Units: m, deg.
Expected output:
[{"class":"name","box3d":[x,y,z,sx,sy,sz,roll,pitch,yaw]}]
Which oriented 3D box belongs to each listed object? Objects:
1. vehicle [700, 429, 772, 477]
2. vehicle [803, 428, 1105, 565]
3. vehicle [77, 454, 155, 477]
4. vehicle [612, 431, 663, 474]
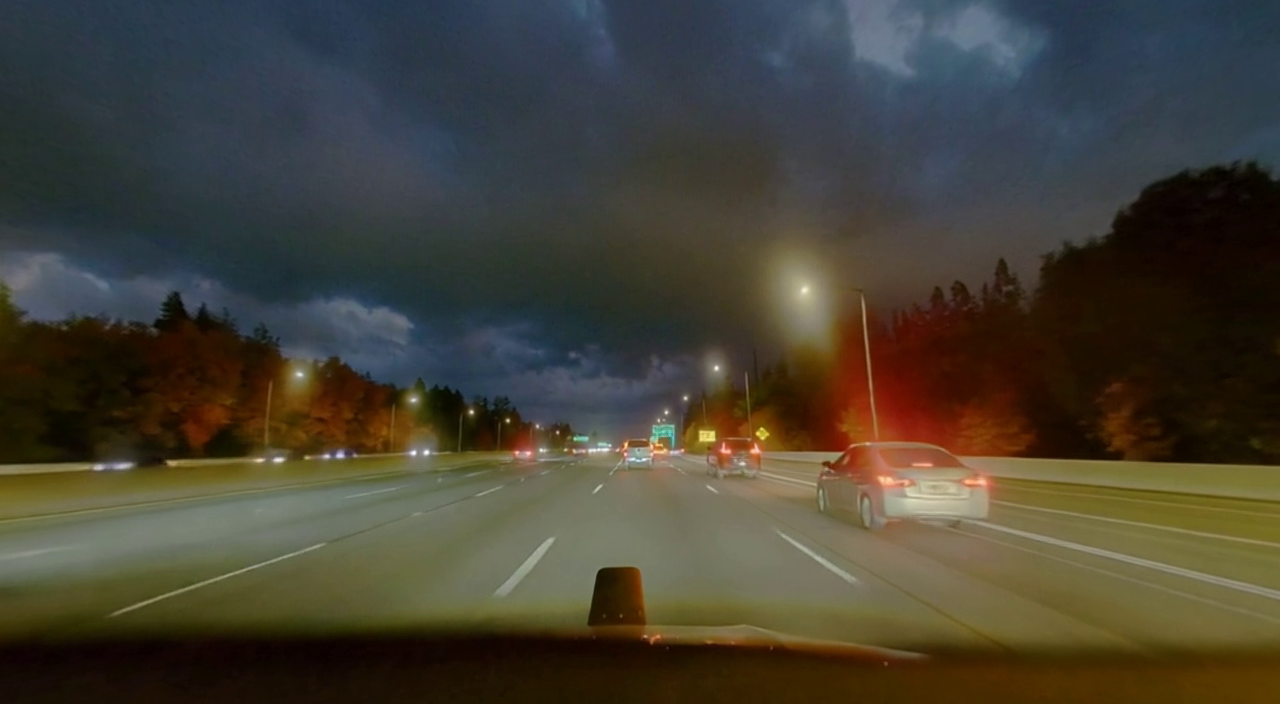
[{"class":"vehicle","box3d":[4.283,4.659,29.202,2.388,1.998,5.749,0,-9,0]},{"class":"vehicle","box3d":[4.118,1.978,9.450,2.057,1.508,4.767,0,-9,0]},{"class":"vehicle","box3d":[-37.013,8.019,44.598,1.923,1.497,4.018,0,-9,2]},{"class":"vehicle","box3d":[-0.093,5.049,31.713,2.372,1.957,5.121,0,-9,1]}]
